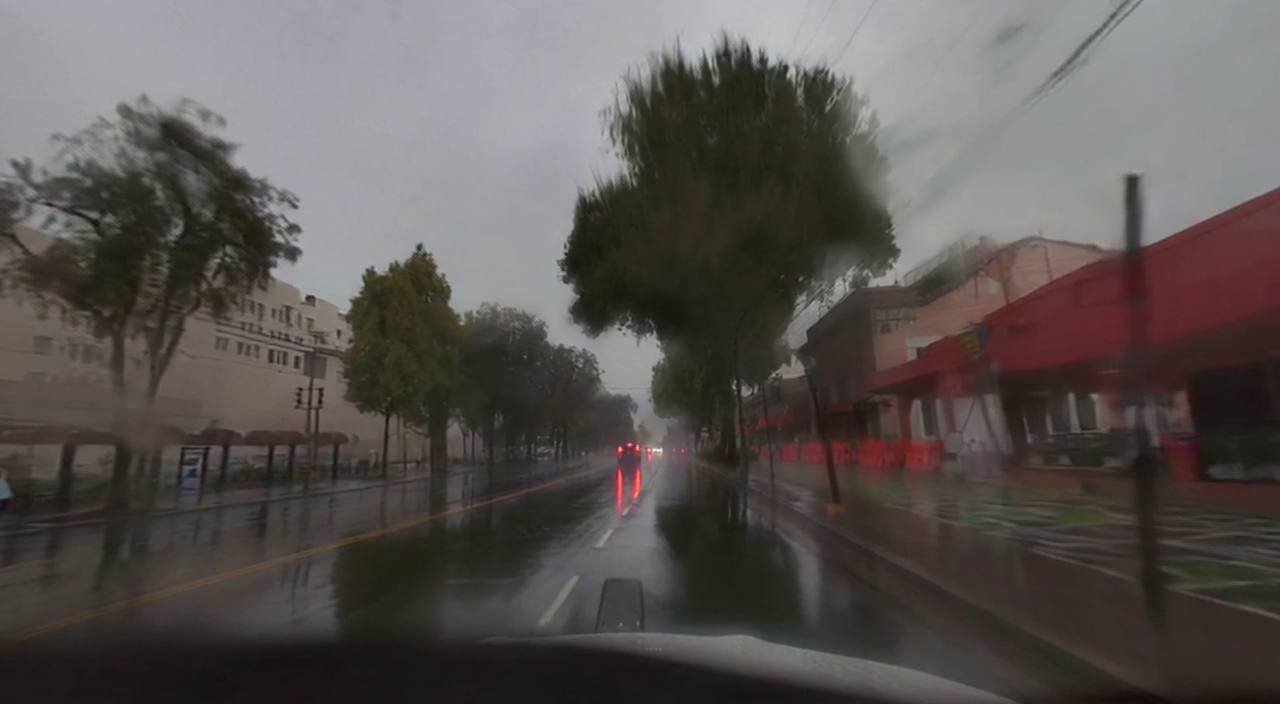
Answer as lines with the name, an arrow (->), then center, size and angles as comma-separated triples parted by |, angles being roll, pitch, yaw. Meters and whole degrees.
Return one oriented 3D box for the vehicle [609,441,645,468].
vehicle -> -0.837, 7.044, 43.614 | 2.101, 1.721, 4.364 | 0, -8, 4
